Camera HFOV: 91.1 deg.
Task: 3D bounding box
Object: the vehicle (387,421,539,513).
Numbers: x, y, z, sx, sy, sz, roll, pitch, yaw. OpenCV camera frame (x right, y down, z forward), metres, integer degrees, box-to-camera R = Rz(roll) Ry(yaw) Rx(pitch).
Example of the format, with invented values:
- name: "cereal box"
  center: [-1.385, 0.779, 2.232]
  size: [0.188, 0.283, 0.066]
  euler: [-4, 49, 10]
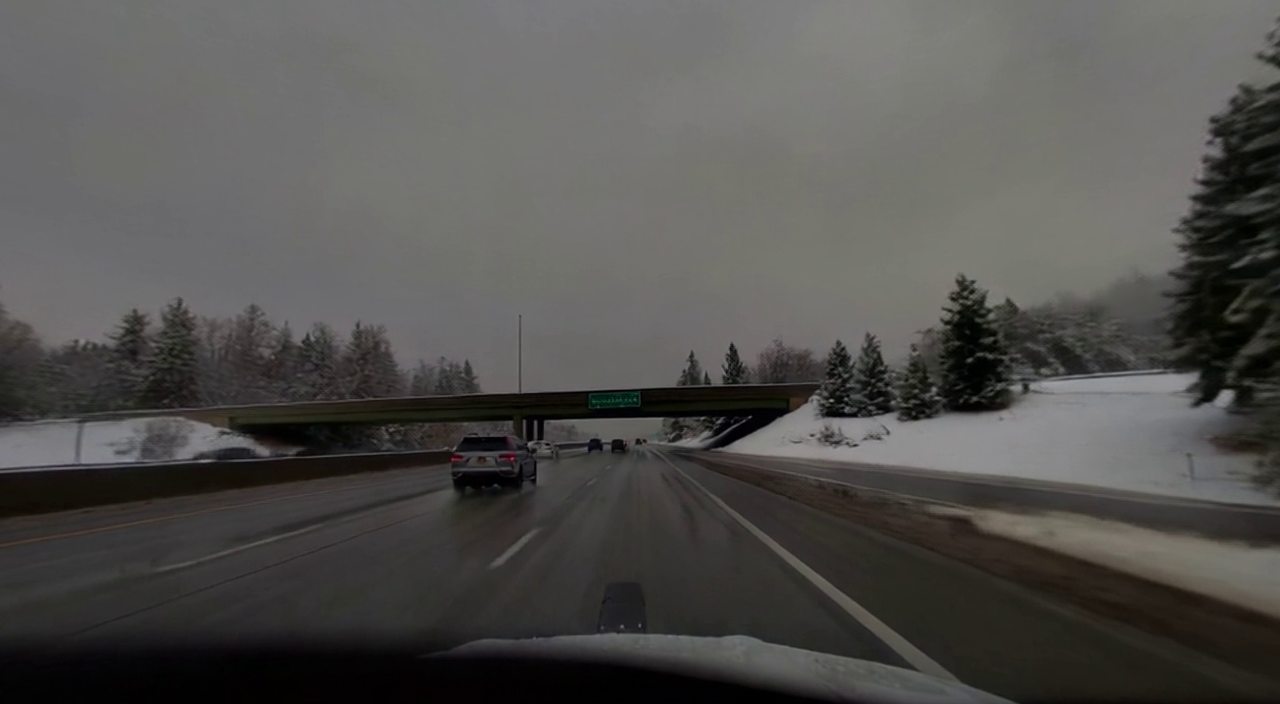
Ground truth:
- name: "vehicle"
  center: [-3.694, 2.492, 14.083]
  size: [2.048, 1.705, 4.384]
  euler: [0, -8, 1]
